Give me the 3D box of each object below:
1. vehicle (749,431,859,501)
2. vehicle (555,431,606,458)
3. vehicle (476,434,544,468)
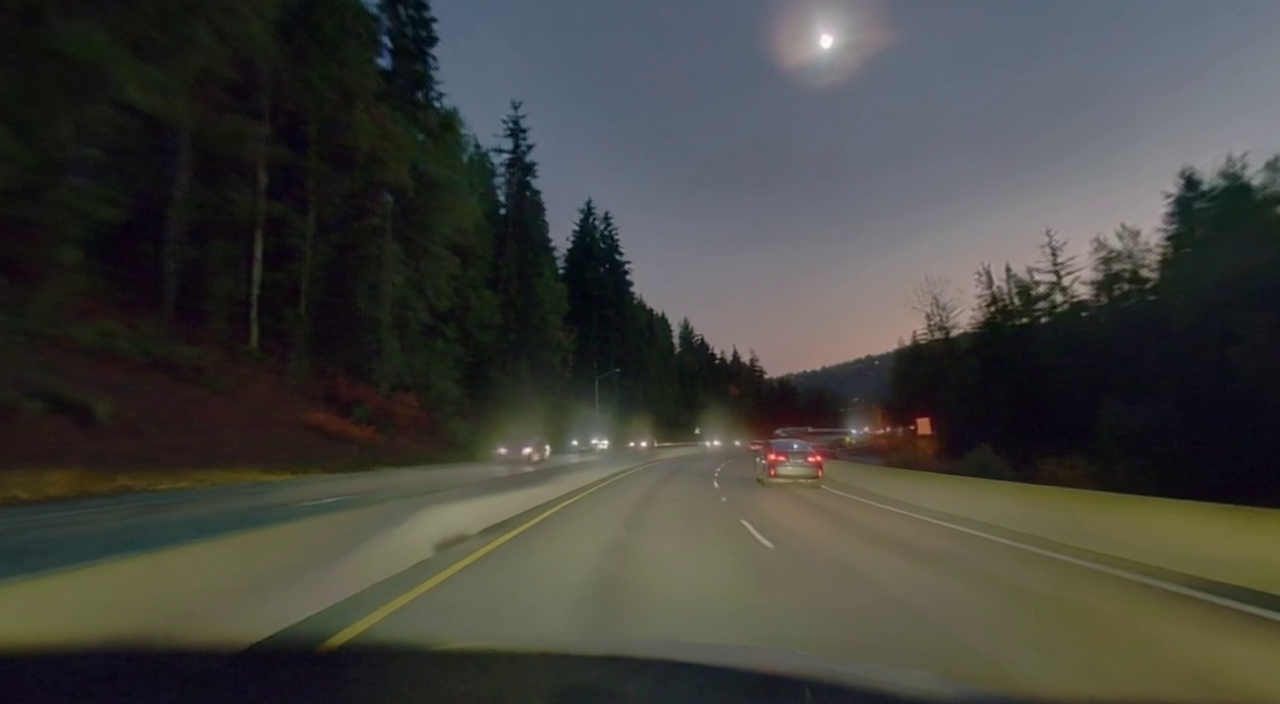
[{"bbox_3d":[4.421,3.137,17.796,2.112,1.708,4.380,0,-8,3],"label":"vehicle"},{"bbox_3d":[-4.054,6.415,43.670,2.222,1.768,4.699,-1,-9,11],"label":"vehicle"},{"bbox_3d":[-6.143,4.738,30.320,1.814,1.508,4.342,-1,-8,8],"label":"vehicle"}]
